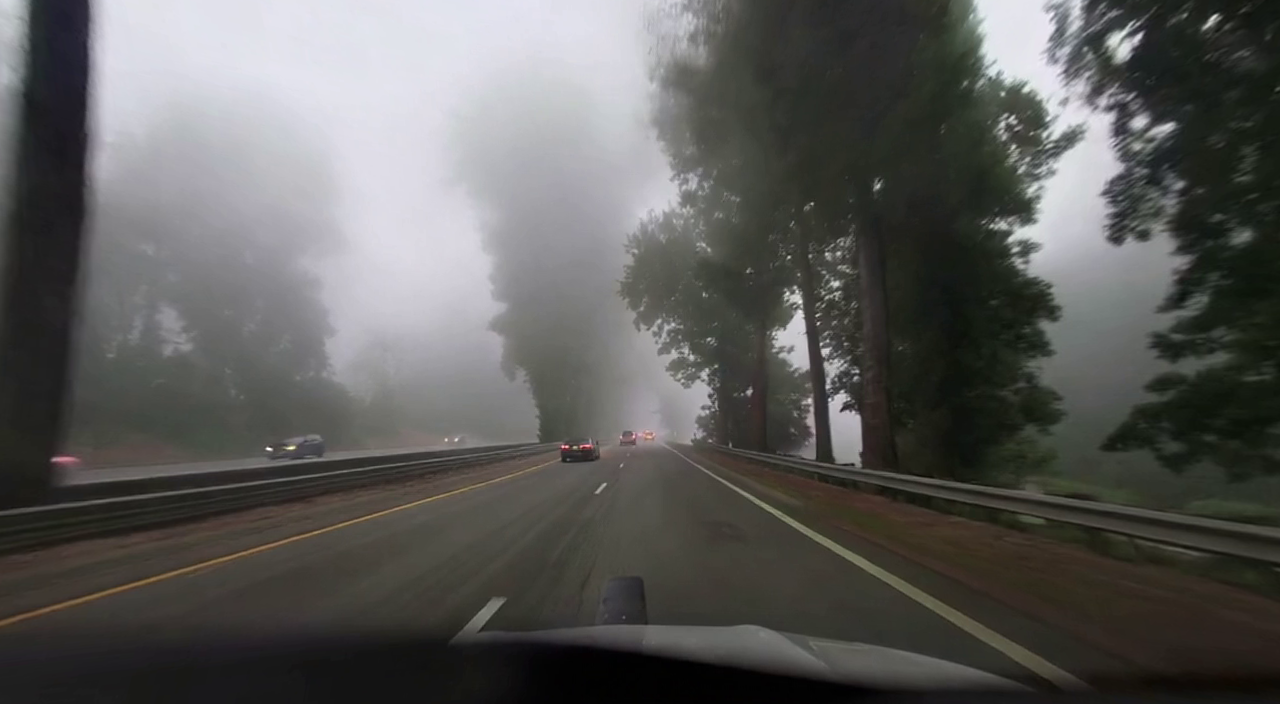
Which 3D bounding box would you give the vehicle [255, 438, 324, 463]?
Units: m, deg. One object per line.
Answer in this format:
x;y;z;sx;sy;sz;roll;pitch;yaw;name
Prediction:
-24.598;6.936;44.500;2.062;1.675;4.723;-1;-9;1;vehicle

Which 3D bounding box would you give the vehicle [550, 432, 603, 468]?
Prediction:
-2.922;4.624;29.780;2.025;1.571;3.662;0;-9;1;vehicle
